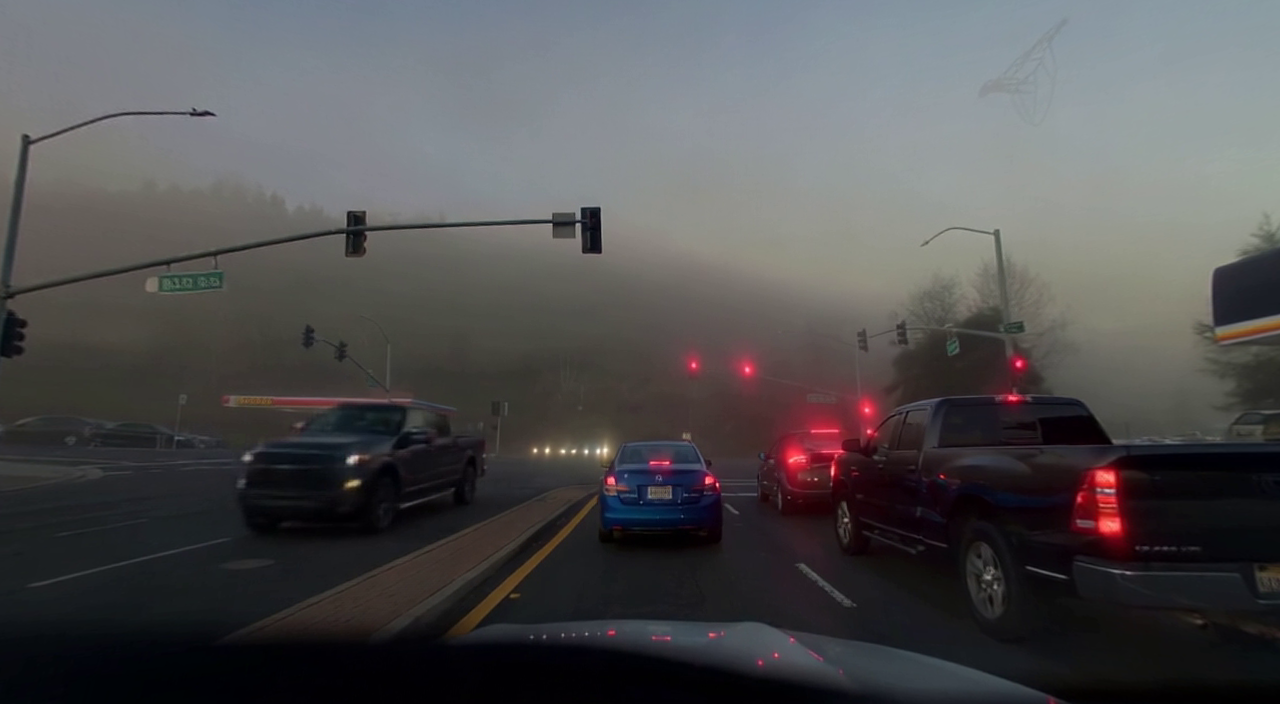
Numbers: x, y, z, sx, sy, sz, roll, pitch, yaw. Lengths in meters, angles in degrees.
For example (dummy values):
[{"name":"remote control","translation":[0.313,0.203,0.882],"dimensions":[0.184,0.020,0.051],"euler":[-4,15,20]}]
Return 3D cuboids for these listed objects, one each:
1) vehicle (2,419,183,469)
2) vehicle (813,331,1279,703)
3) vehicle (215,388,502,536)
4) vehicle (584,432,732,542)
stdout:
[{"name":"vehicle","translation":[-19.704,3.334,22.858],"dimensions":[4.742,1.720,2.107],"euler":[-1,-8,5]},{"name":"vehicle","translation":[3.585,1.279,5.746],"dimensions":[2.277,1.871,6.143],"euler":[0,-8,0]},{"name":"vehicle","translation":[-4.745,2.011,12.090],"dimensions":[2.615,2.031,5.638],"euler":[2,-8,3]},{"name":"vehicle","translation":[0.252,2.140,10.653],"dimensions":[2.027,1.494,3.824],"euler":[0,-8,0]}]
